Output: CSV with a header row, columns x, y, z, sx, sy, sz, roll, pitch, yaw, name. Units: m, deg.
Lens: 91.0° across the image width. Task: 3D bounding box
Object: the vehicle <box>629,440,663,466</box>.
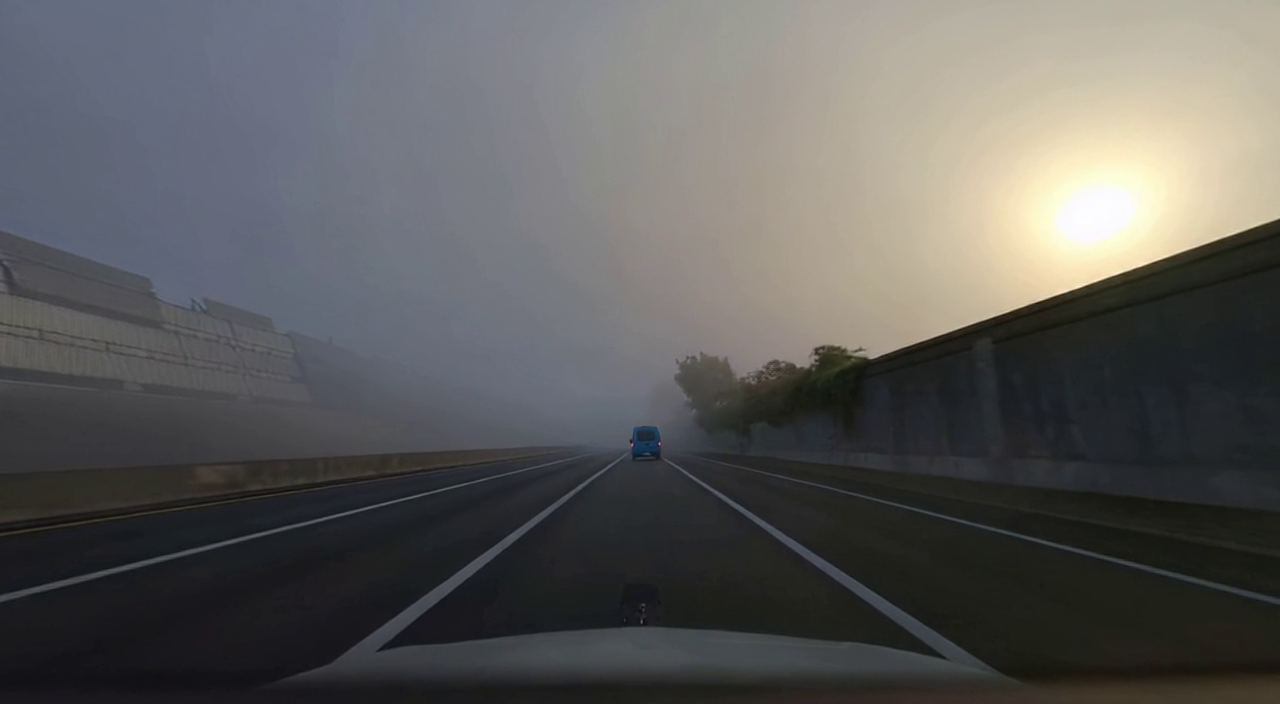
x,y,z,sx,sy,sz,roll,pitch,yaw,name
0.351,6.109,38.254,1.997,1.484,3.409,0,-8,0,vehicle
